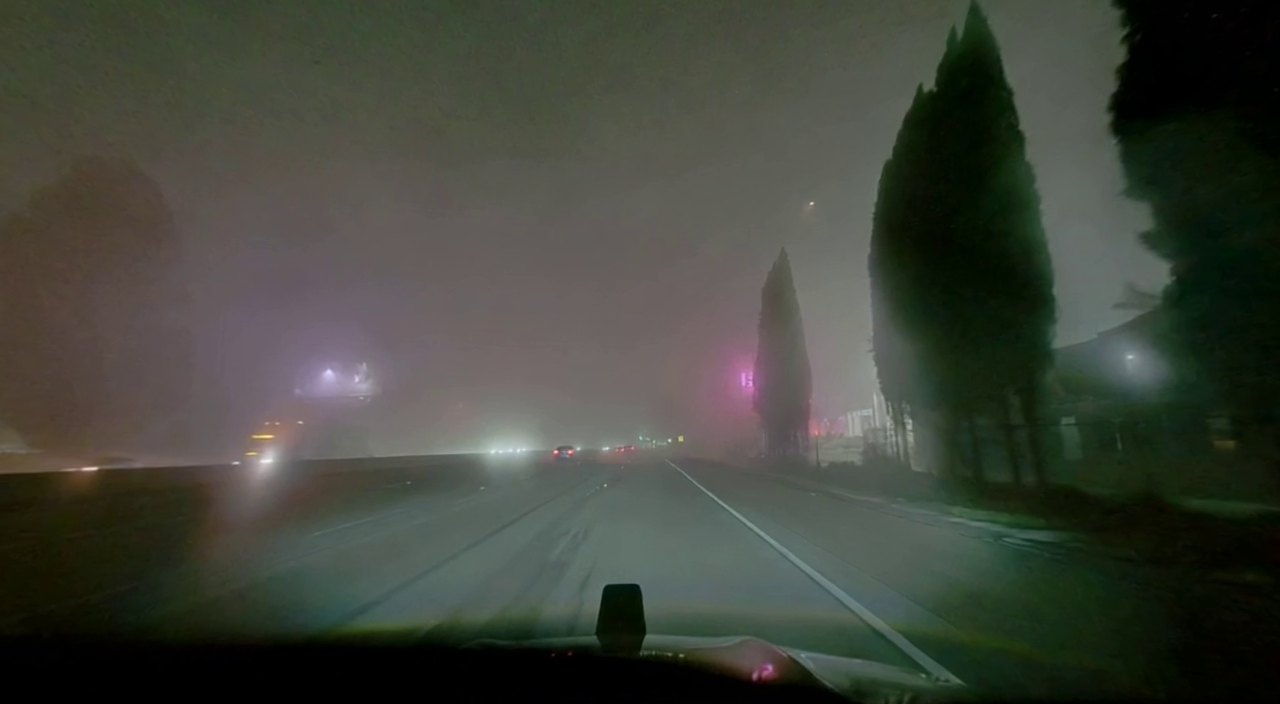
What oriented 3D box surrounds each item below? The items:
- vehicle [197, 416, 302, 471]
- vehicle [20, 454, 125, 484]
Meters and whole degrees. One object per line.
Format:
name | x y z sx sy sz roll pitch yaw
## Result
vehicle | -28.023 6.652 45.725 3.018 3.658 6.782 0 -8 1
vehicle | -31.754 6.541 35.494 1.916 1.476 4.229 0 -8 0
